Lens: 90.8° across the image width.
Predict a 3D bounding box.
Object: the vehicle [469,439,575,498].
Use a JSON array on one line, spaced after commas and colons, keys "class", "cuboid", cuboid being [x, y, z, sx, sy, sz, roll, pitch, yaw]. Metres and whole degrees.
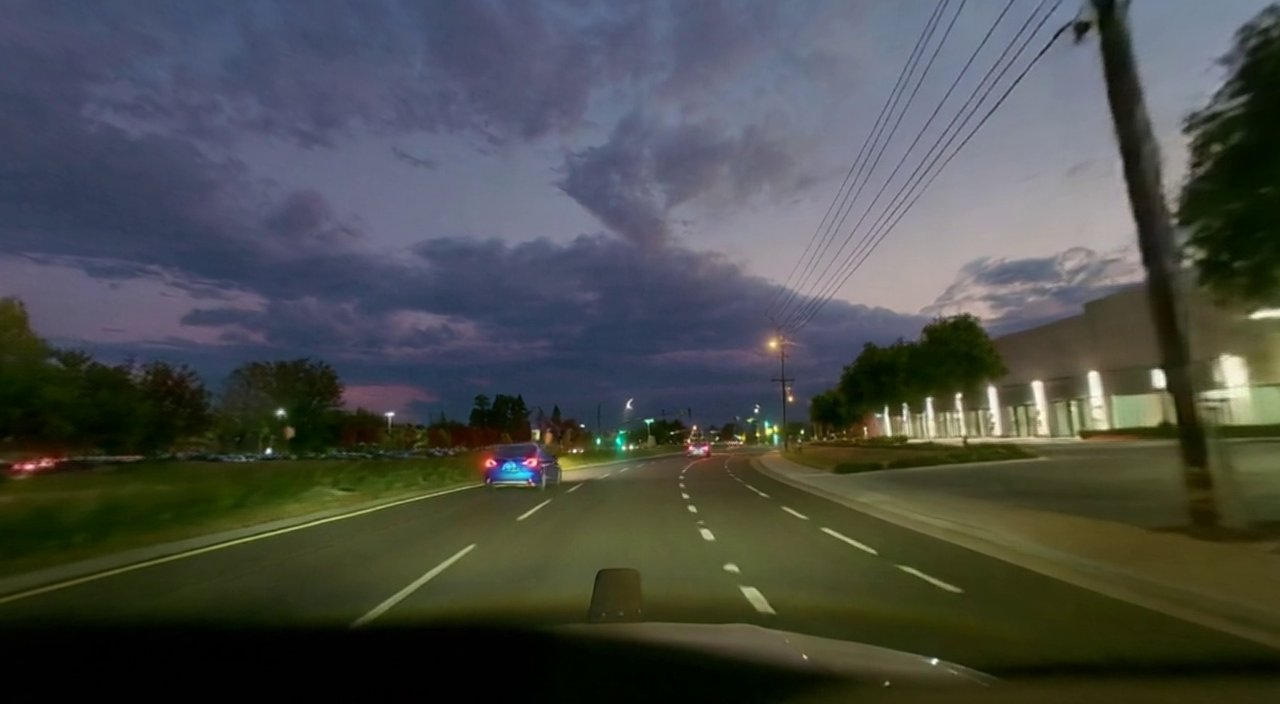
[{"class": "vehicle", "cuboid": [-3.271, 3.302, 18.482, 1.928, 1.488, 4.635, -1, -8, 4]}]
